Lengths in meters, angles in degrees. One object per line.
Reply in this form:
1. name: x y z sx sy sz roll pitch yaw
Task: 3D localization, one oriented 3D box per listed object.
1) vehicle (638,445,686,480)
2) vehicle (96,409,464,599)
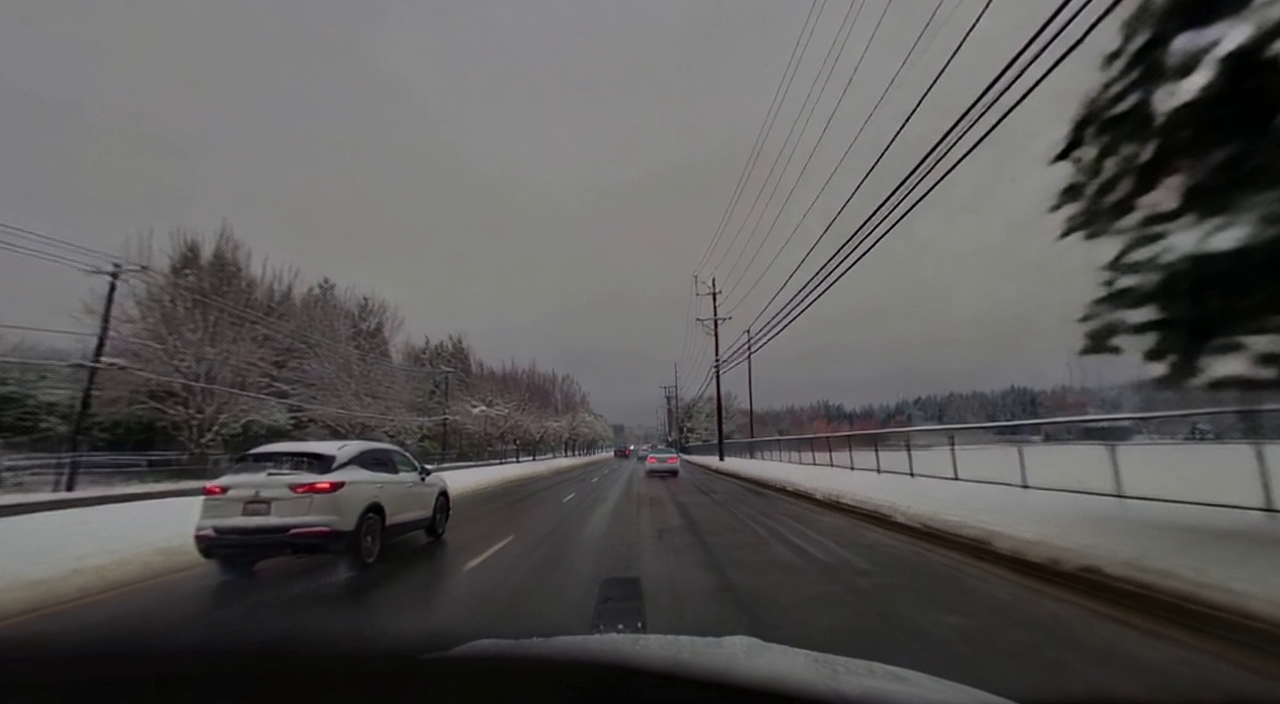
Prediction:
1. vehicle: 0.988 5.090 29.222 2.059 1.486 3.980 0 -9 1
2. vehicle: -3.862 1.697 7.899 1.950 1.692 4.397 0 -9 1
